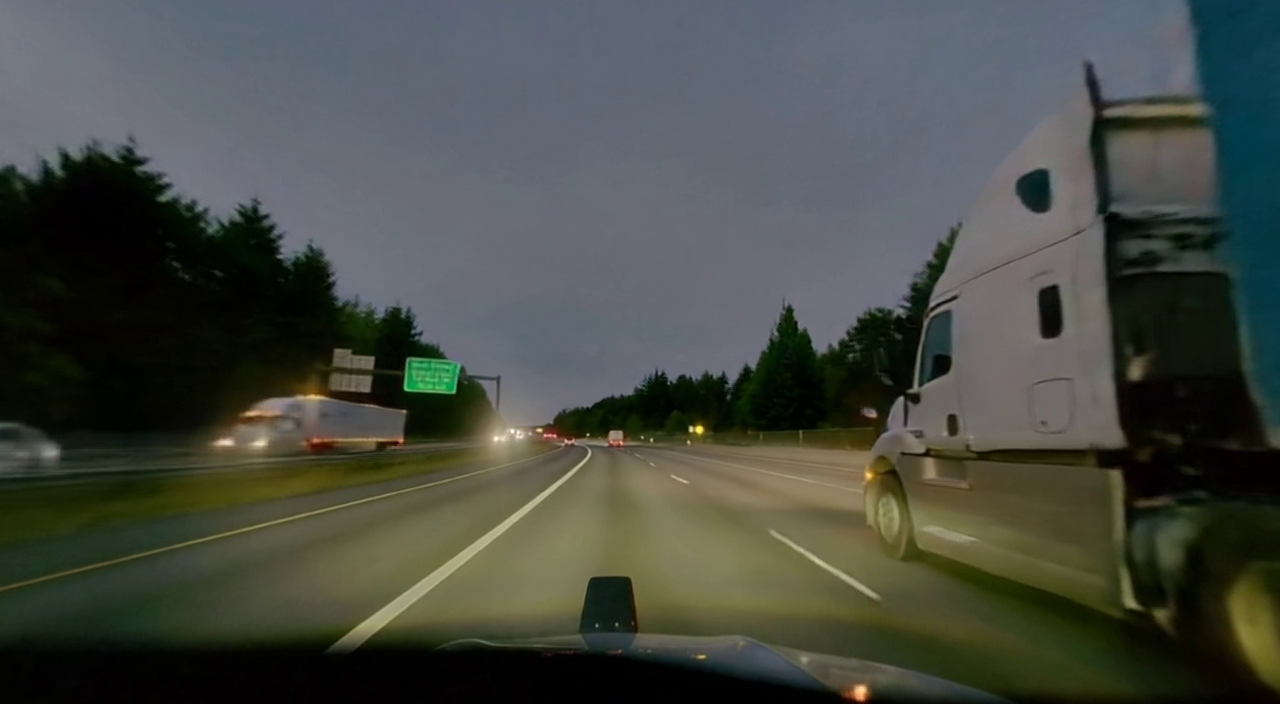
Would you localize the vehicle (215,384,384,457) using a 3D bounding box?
[{"bbox_3d":[-19.956,4.403,38.752,3.281,3.632,14.072,0,-8,-3],"label":"vehicle"}]

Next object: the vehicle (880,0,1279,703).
[{"bbox_3d":[4.041,-0.094,3.536,2.964,3.950,5.853,0,-8,0],"label":"vehicle"}]
